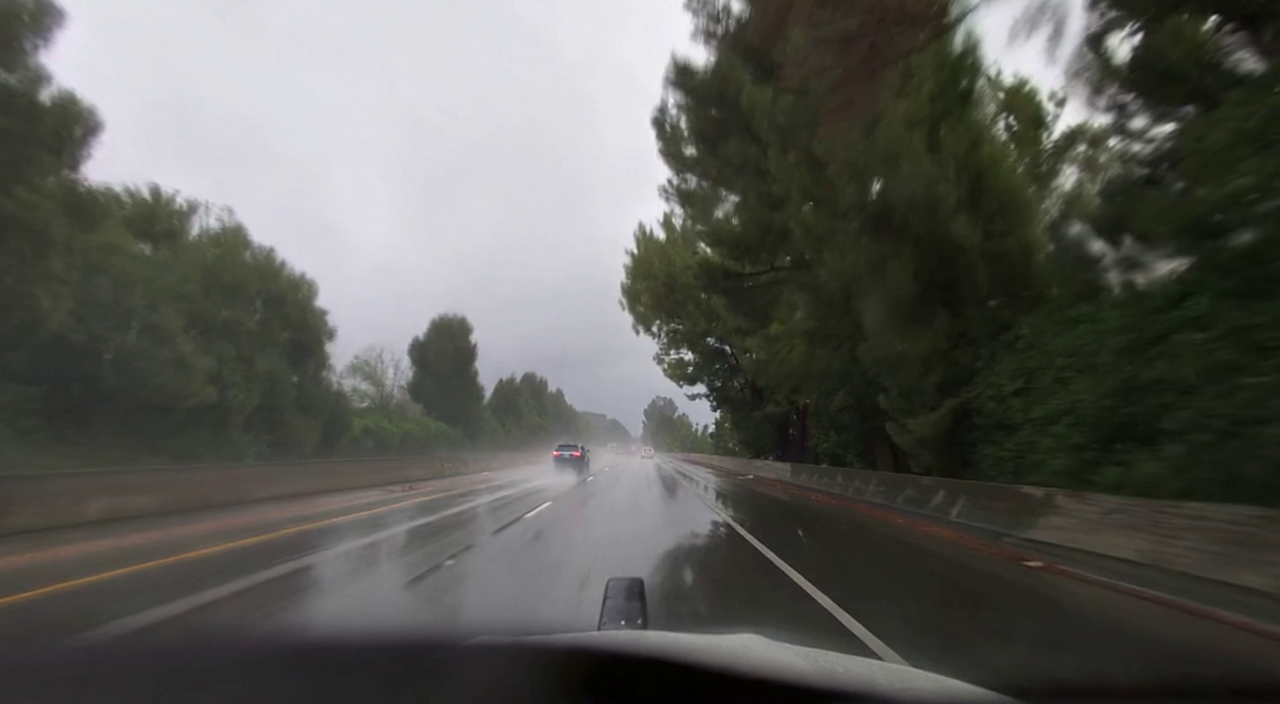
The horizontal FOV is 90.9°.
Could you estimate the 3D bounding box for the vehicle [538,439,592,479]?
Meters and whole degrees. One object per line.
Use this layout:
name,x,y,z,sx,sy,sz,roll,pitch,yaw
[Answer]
vehicle,-3.593,5.206,30.957,2.056,1.811,4.202,0,-9,1
